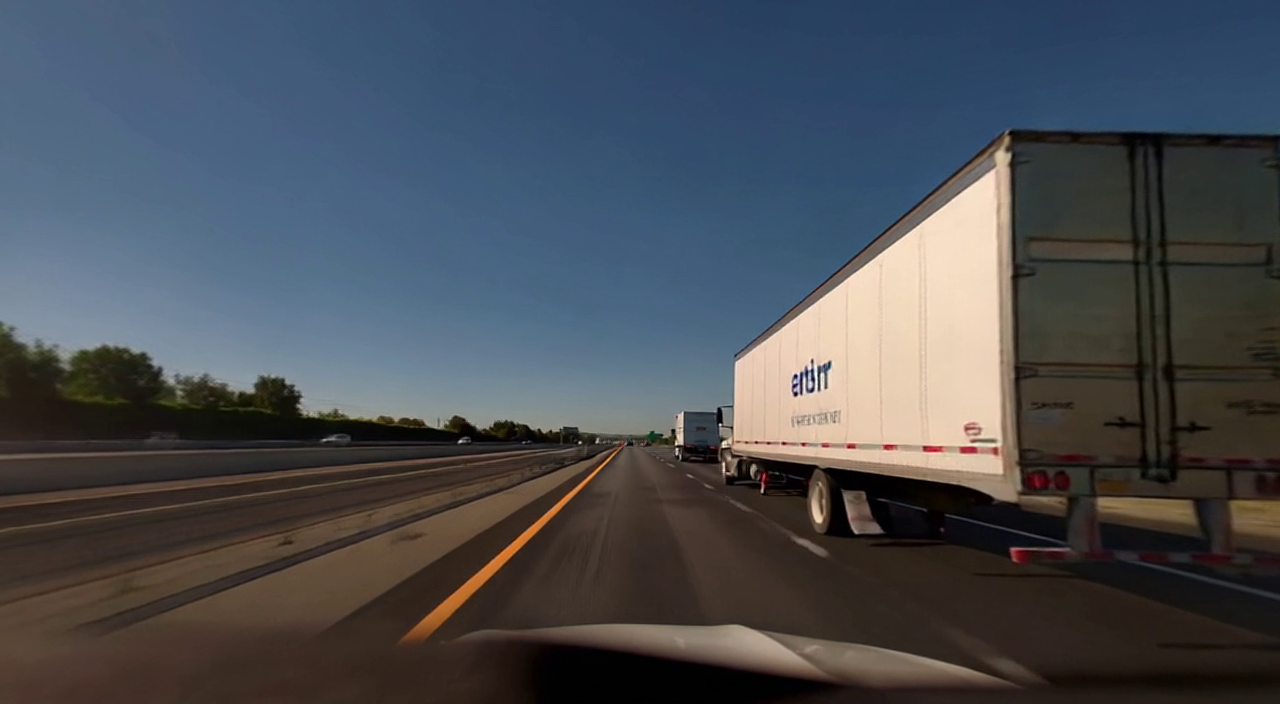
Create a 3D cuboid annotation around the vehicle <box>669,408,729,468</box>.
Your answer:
[{"bbox_3d":[3.350,5.160,37.628,2.702,3.193,7.196,0,-8,-1],"label":"vehicle"}]
